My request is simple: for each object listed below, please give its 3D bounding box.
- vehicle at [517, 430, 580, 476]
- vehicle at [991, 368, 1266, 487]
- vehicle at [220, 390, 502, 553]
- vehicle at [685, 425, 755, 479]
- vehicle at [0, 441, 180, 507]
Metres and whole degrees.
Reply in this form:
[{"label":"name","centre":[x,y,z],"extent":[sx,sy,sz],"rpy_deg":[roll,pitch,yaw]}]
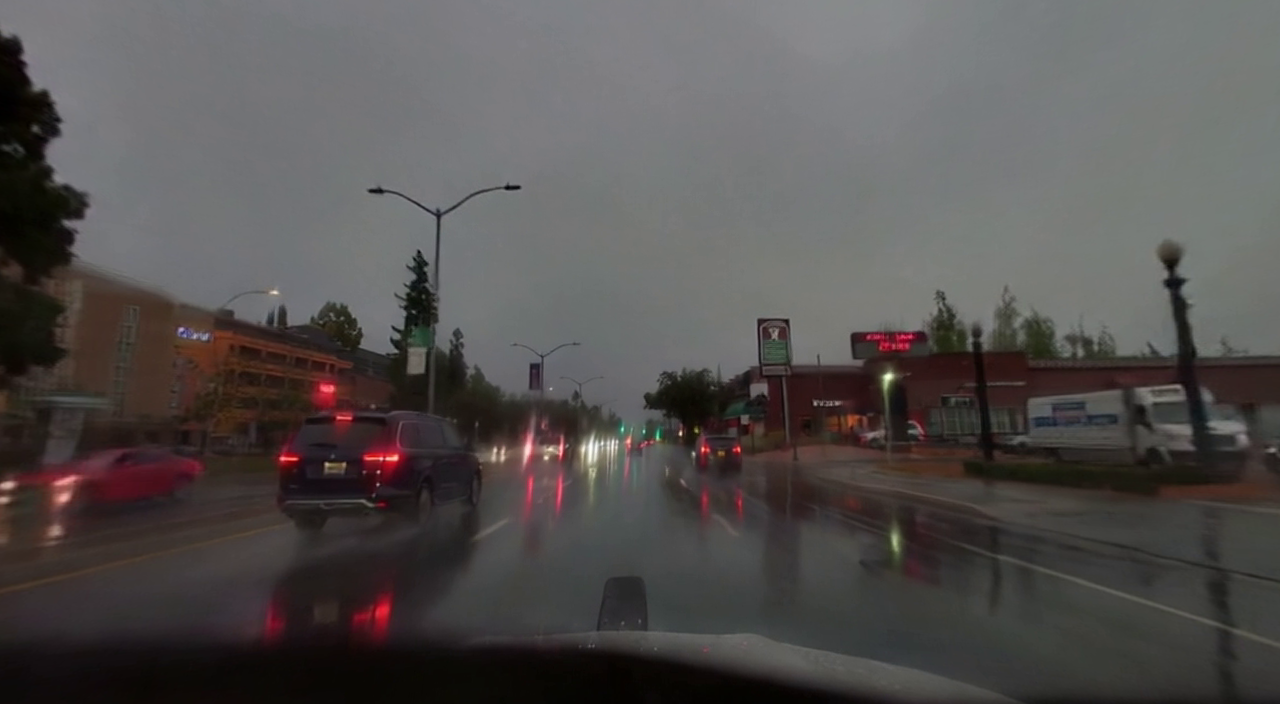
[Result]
[{"label":"vehicle","centre":[-3.823,4.309,27.006],"extent":[2.014,1.775,4.404],"rpy_deg":[0,-8,0]},{"label":"vehicle","centre":[15.757,2.647,21.500],"extent":[2.642,3.252,8.515],"rpy_deg":[0,-8,1]},{"label":"vehicle","centre":[-3.863,1.761,9.948],"extent":[2.210,1.925,4.838],"rpy_deg":[0,-8,0]},{"label":"vehicle","centre":[3.043,3.917,24.859],"extent":[2.024,1.921,4.431],"rpy_deg":[0,-8,-2]},{"label":"vehicle","centre":[-16.456,3.524,18.759],"extent":[2.009,1.702,4.411],"rpy_deg":[0,-8,0]}]
